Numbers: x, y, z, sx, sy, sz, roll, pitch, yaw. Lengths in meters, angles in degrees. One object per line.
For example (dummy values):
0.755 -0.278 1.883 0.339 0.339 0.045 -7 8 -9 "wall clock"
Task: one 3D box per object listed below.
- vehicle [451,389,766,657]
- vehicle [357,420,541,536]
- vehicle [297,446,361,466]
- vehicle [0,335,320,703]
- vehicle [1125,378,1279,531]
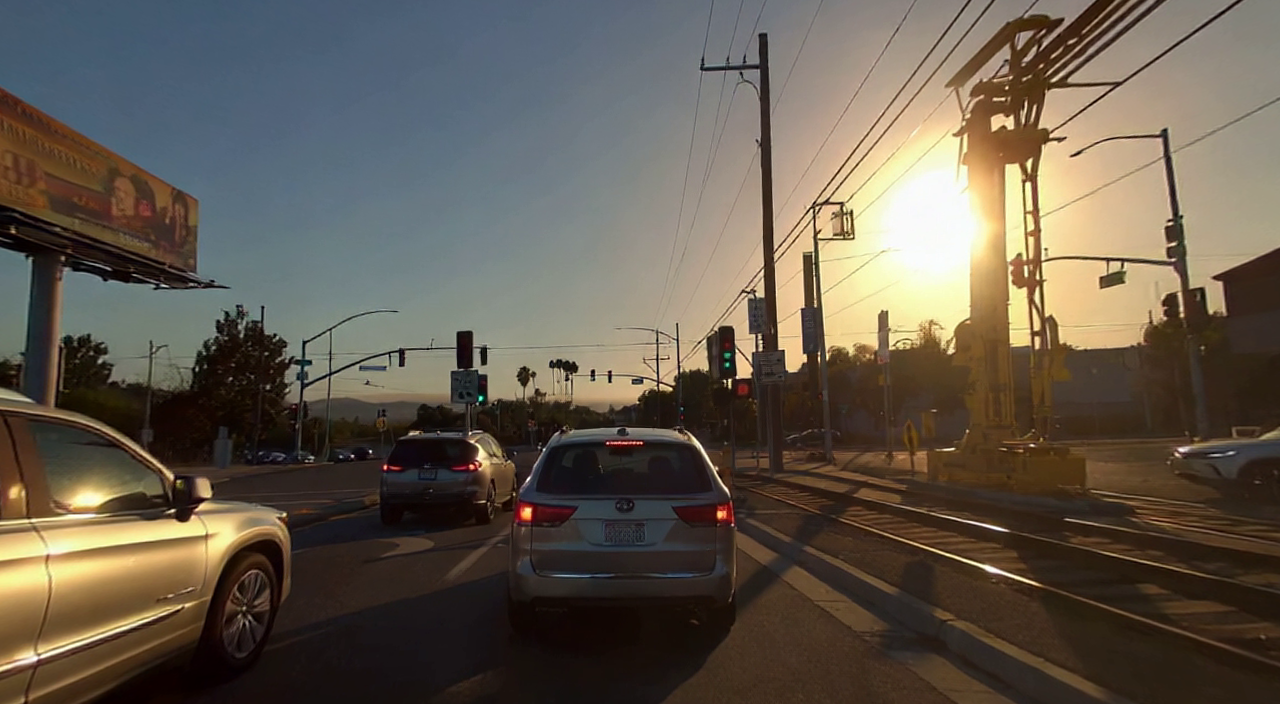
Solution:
-0.207 1.379 5.991 2.025 1.723 3.644 0 -9 0 "vehicle"
-3.150 2.181 11.499 1.988 1.678 4.317 0 -9 0 "vehicle"
-24.185 8.066 49.094 4.357 1.444 1.842 -3 -9 19 "vehicle"
-3.933 0.877 3.093 2.052 1.814 5.184 0 -9 -1 "vehicle"
9.620 1.312 8.191 5.060 1.702 2.033 1 -9 -4 "vehicle"
